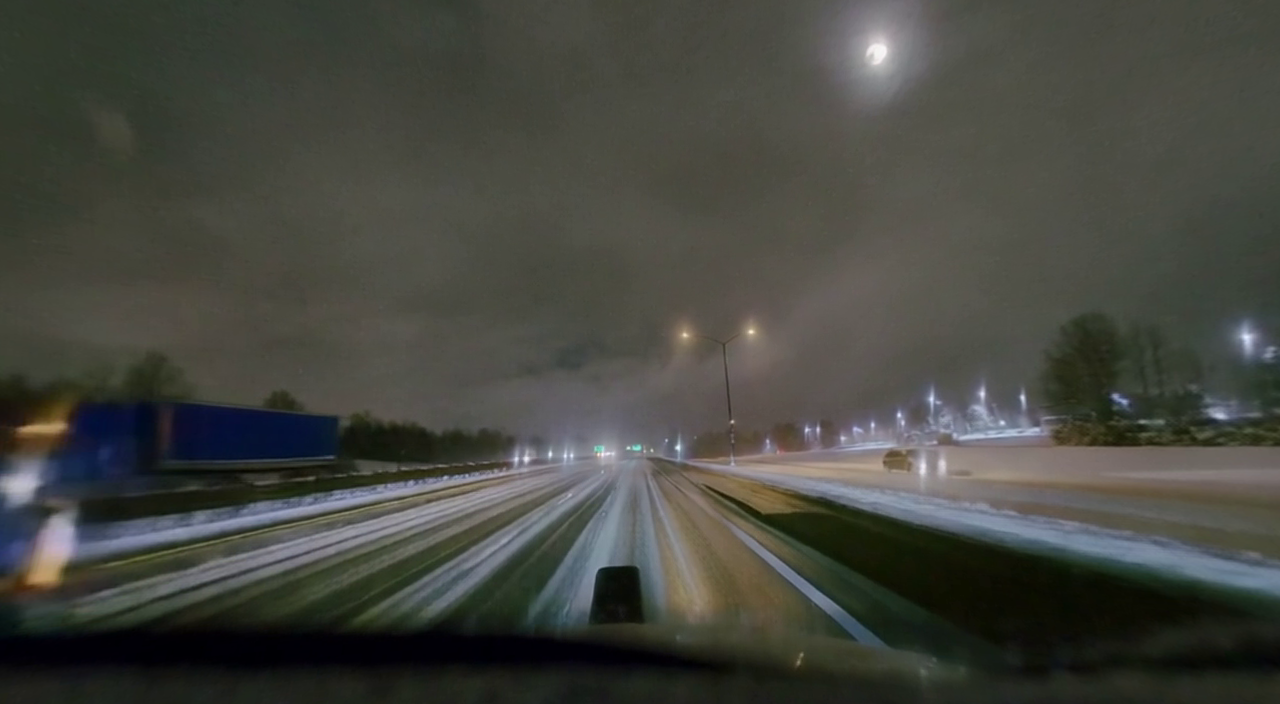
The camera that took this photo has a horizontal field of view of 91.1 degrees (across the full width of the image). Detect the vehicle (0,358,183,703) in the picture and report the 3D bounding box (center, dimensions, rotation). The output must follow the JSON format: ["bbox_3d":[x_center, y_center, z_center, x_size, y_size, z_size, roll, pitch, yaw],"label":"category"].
[{"bbox_3d":[-3.720,0.696,1.318,2.152,1.717,4.423,0,-9,0],"label":"vehicle"}]

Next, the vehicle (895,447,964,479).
[{"bbox_3d":[15.468,5.920,33.762,1.834,1.555,3.751,0,-9,-1],"label":"vehicle"}]
